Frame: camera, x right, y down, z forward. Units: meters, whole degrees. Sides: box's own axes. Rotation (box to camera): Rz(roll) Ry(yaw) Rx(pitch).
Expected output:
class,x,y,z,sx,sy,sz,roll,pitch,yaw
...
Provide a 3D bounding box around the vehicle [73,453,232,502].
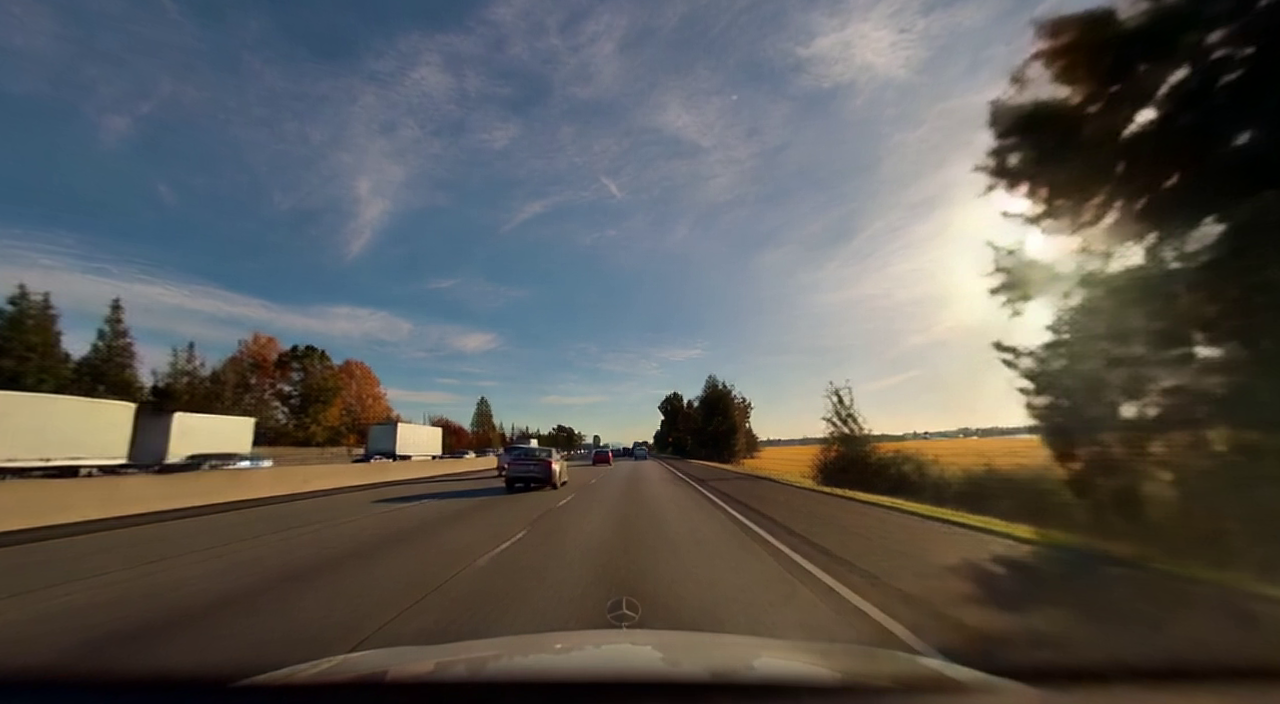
class,x,y,z,sx,sy,sz,roll,pitch,yaw
vehicle,-15.464,3.960,20.364,1.836,1.395,4.120,0,-9,0

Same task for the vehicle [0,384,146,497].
class,x,y,z,sx,sy,sz,roll,pitch,yaw
vehicle,-23.424,3.191,22.661,3.037,3.822,10.142,0,-9,0

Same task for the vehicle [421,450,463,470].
class,x,y,z,sx,sy,sz,roll,pitch,yaw
vehicle,-15.481,8.426,49.472,1.904,1.501,4.158,0,-9,0

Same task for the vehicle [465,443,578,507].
class,x,y,z,sx,sy,sz,roll,pitch,yaw
vehicle,-3.000,3.235,17.018,2.110,1.500,4.259,0,-9,1
